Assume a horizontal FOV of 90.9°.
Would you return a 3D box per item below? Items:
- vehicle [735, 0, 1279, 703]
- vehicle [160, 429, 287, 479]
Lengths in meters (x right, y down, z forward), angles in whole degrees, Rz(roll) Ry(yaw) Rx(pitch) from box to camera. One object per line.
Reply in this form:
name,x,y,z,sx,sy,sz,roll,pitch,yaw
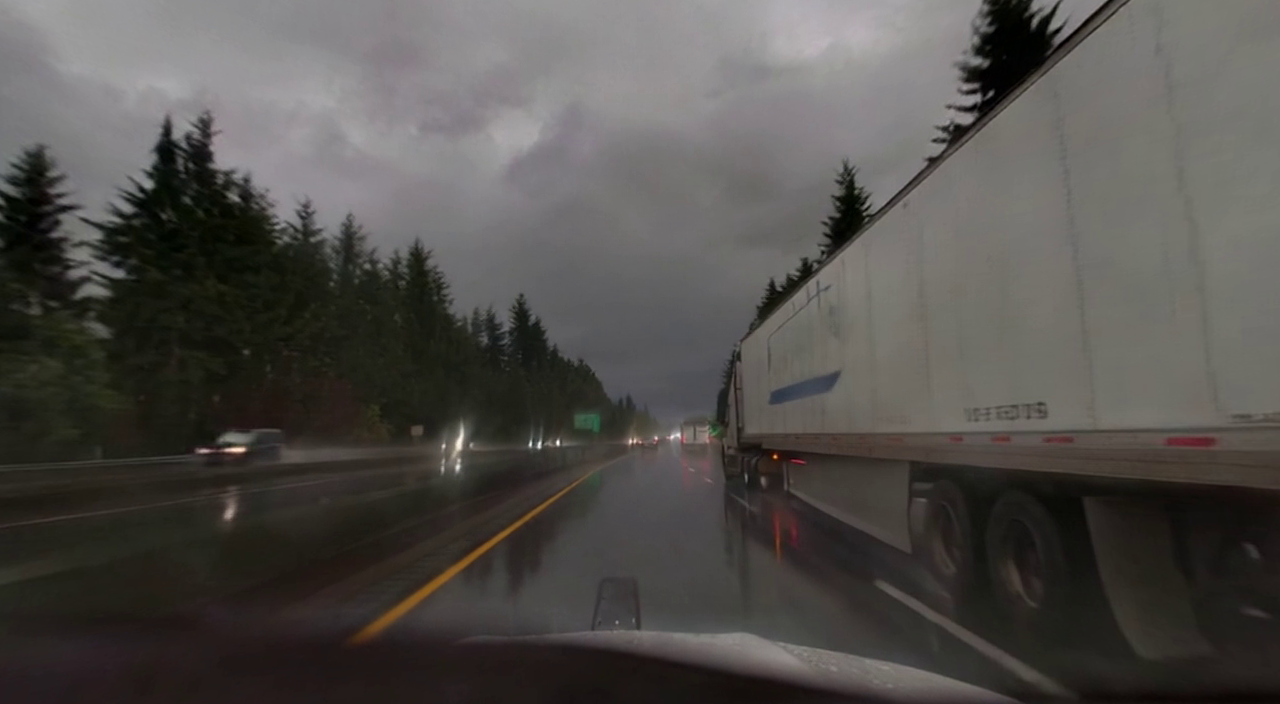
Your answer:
vehicle,4.235,0.537,9.159,3.171,4.072,13.784,0,-8,-2
vehicle,-18.231,4.456,27.950,2.129,1.997,4.953,0,-8,1
